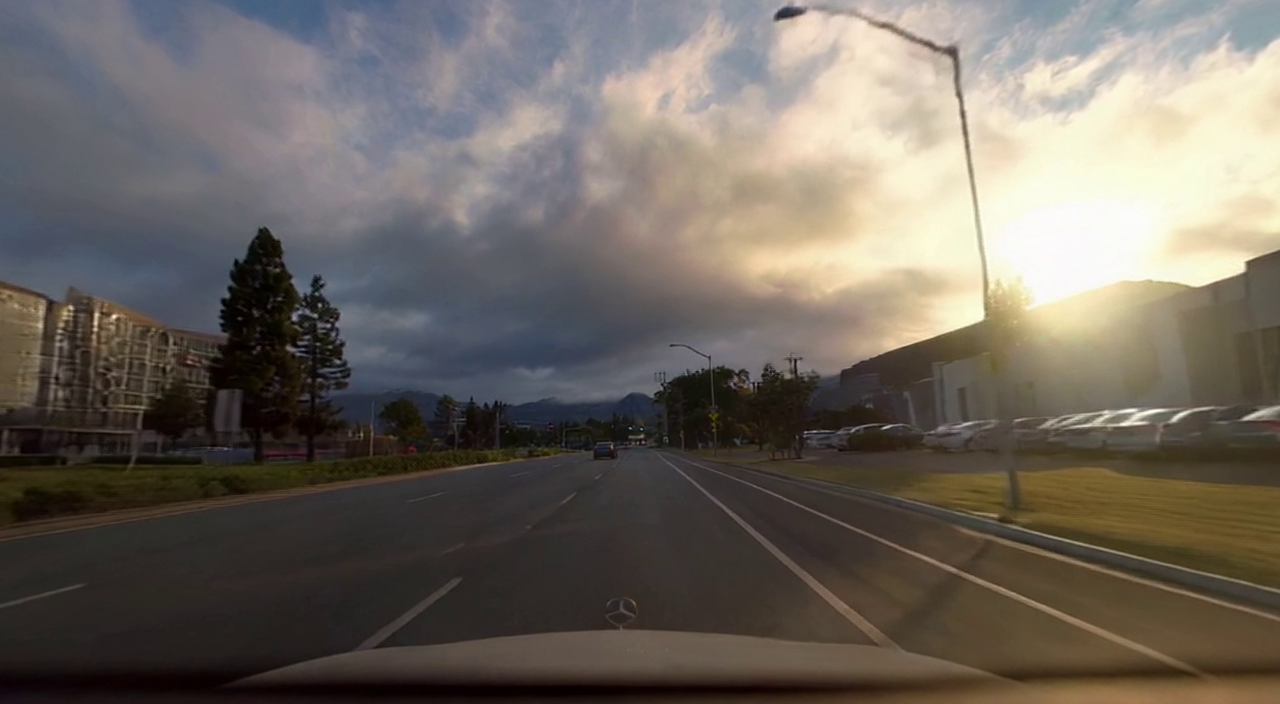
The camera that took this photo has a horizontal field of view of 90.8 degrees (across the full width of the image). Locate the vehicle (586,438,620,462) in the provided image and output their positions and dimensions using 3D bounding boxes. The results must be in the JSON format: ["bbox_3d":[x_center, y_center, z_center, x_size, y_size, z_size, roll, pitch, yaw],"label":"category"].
[{"bbox_3d":[-2.597,7.033,45.358,2.121,1.654,3.993,0,-8,1],"label":"vehicle"}]
